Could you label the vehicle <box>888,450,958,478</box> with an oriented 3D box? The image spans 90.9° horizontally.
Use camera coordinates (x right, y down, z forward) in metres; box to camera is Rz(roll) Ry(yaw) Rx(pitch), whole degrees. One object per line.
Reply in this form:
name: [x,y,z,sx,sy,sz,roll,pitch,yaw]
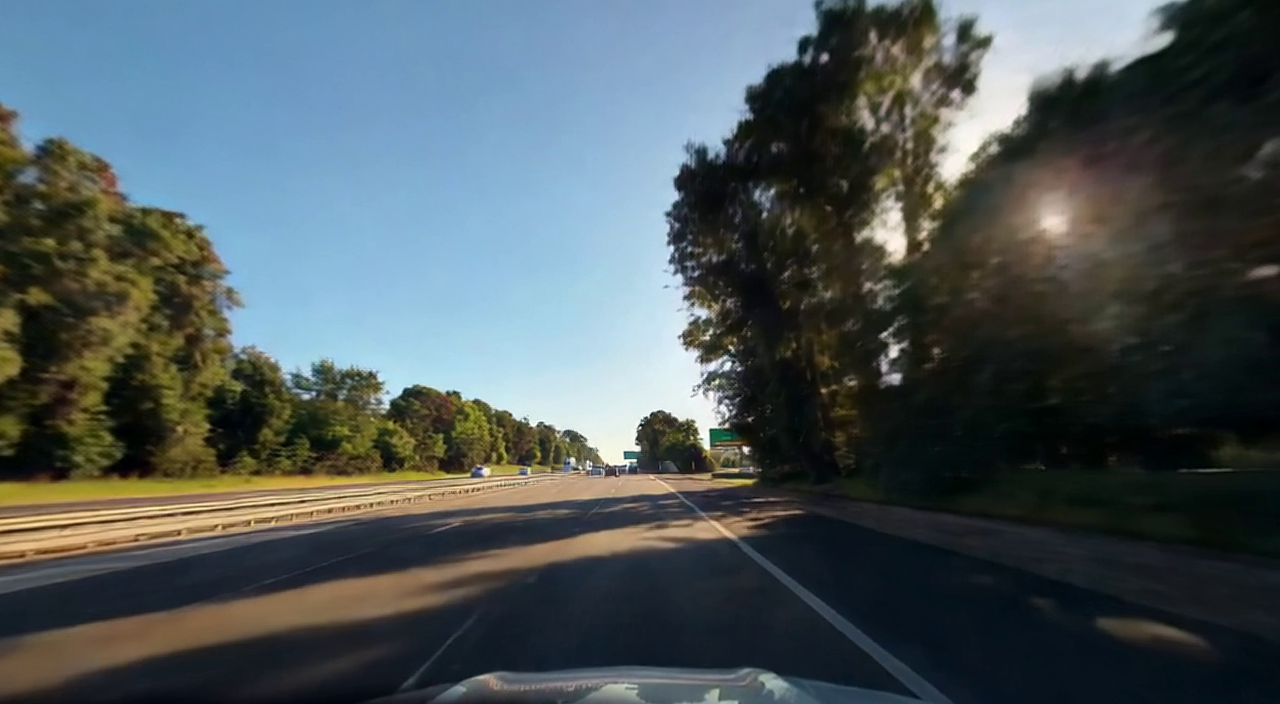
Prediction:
vehicle: [16.489,6.588,36.944,1.973,1.540,3.978,2,-10,-4]
